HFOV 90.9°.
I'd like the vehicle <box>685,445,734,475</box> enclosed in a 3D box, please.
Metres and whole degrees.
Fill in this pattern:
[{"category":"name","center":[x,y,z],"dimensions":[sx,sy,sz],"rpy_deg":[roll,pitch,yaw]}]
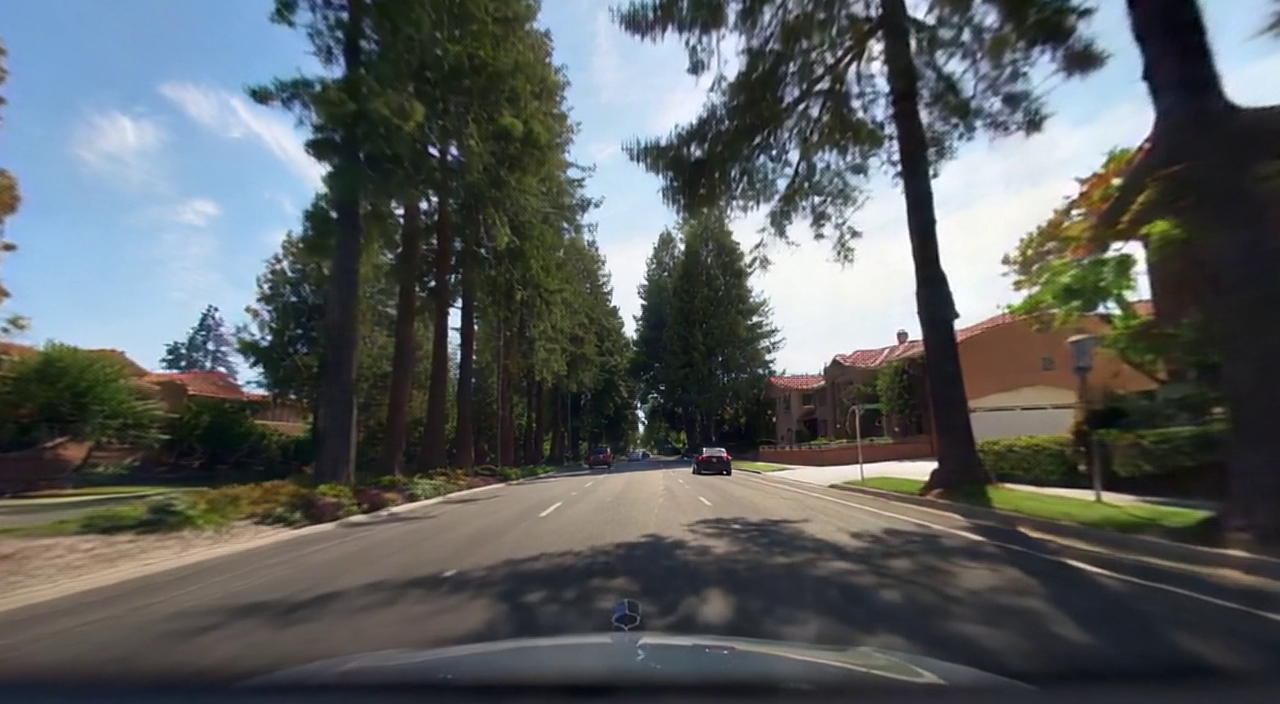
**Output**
[{"category":"vehicle","center":[3.992,6.271,36.846],"dimensions":[2.237,1.578,4.621],"rpy_deg":[0,-8,-1]}]
